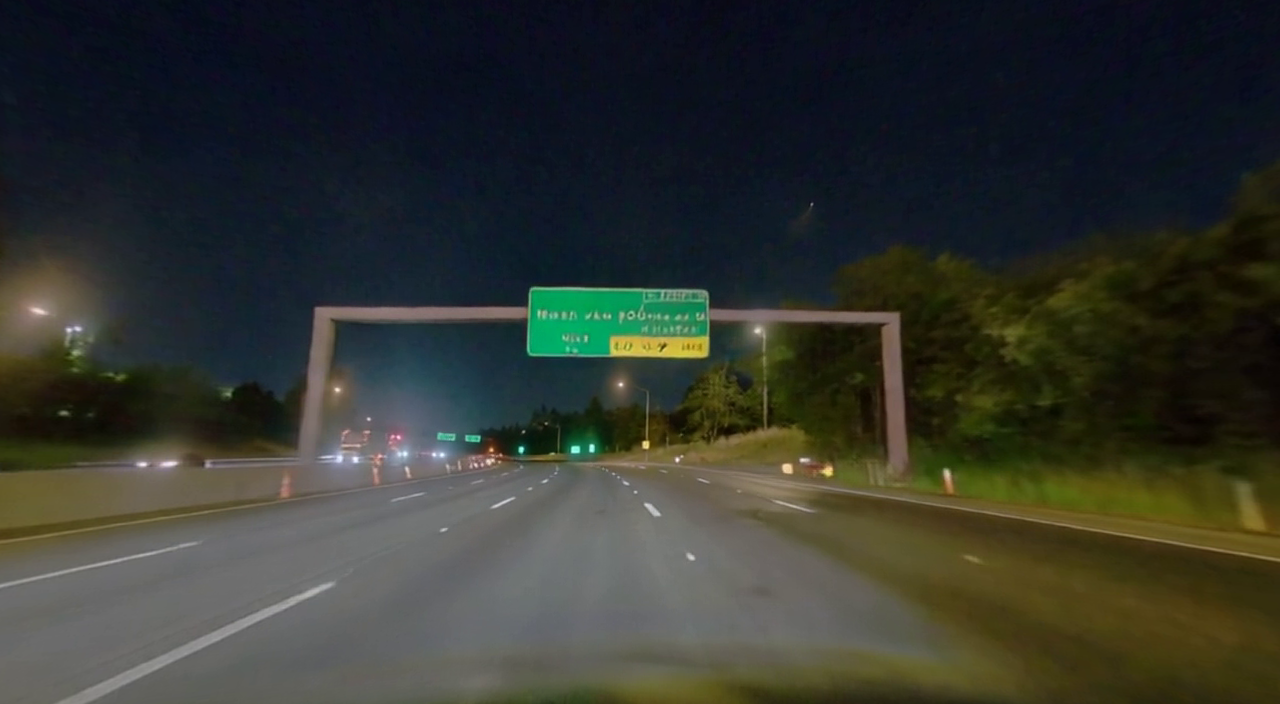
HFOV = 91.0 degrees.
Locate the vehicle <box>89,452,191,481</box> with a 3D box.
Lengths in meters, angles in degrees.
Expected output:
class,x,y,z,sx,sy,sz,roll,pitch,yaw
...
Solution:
class,x,y,z,sx,sy,sz,roll,pitch,yaw
vehicle,-28.414,6.499,36.031,2.148,1.505,4.735,0,-9,-4
